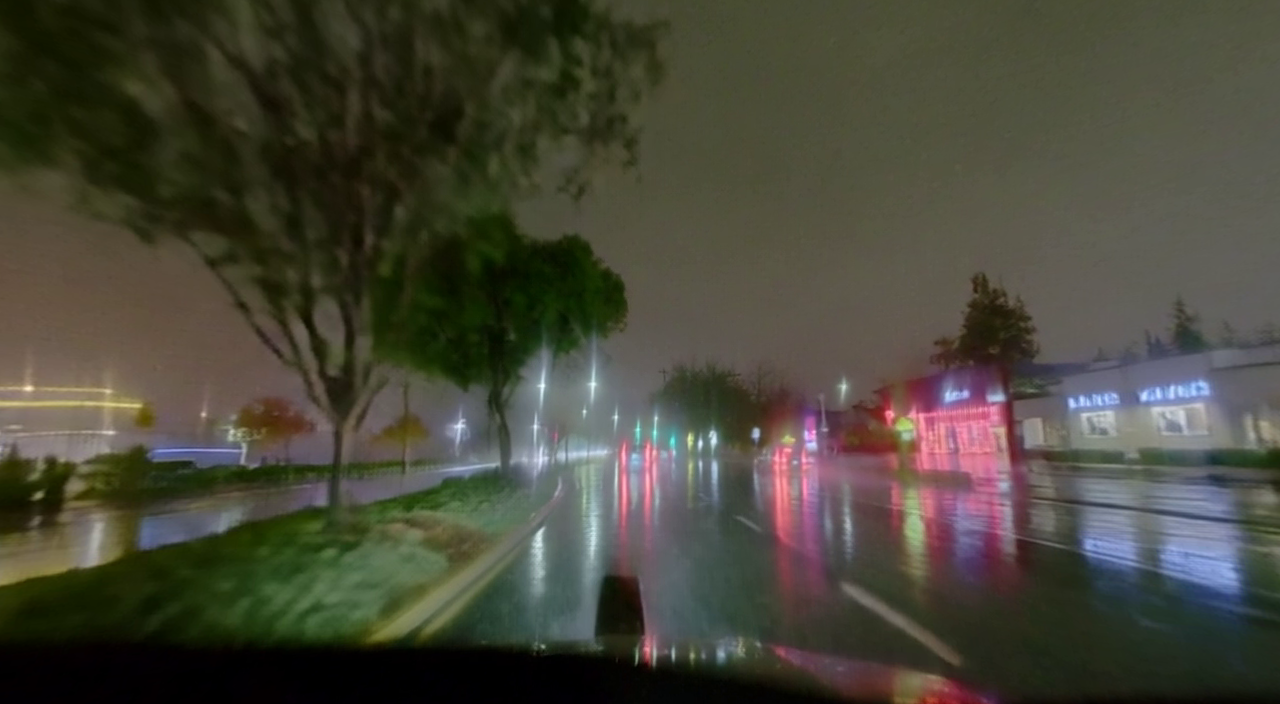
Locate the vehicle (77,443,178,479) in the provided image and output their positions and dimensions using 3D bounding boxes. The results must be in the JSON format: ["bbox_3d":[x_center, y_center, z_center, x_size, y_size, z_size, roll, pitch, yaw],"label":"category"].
[{"bbox_3d":[-31.461,6.669,38.899,2.155,2.023,5.077,0,-9,-4],"label":"vehicle"}]

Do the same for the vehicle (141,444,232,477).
[{"bbox_3d":[-28.181,6.726,39.353,2.191,1.947,5.156,1,-9,-5],"label":"vehicle"}]

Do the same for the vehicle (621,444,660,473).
[{"bbox_3d":[-0.014,5.707,34.048,1.998,1.452,3.773,0,-9,-2],"label":"vehicle"}]
